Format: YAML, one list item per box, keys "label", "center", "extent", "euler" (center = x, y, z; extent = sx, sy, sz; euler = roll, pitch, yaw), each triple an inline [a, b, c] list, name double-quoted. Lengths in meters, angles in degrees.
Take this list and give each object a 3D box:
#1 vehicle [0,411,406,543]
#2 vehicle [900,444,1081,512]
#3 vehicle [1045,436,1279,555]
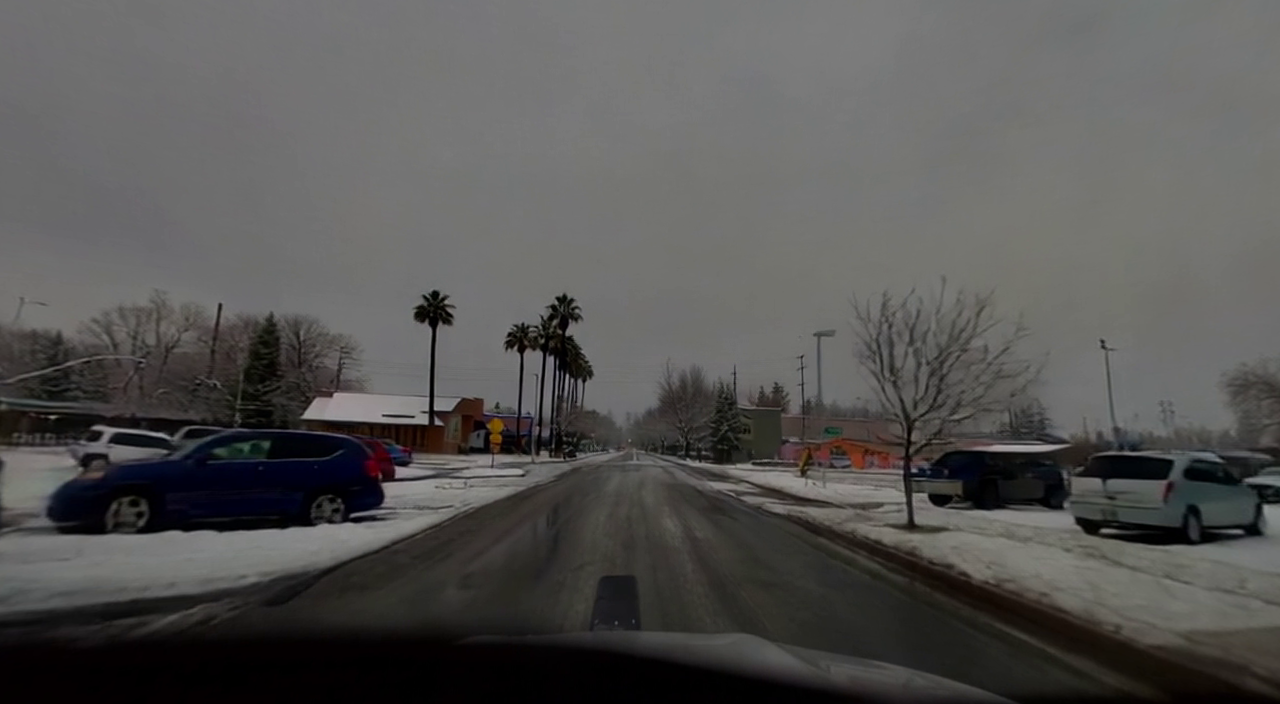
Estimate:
- label: "vehicle"
  center: [-6.058, 1.726, 9.234]
  extent: [4.542, 1.483, 2.174]
  euler: [5, -10, -31]
- label: "vehicle"
  center: [9.598, 3.367, 17.258]
  extent: [4.651, 1.610, 2.157]
  euler: [6, -11, -30]
- label: "vehicle"
  center: [9.987, 2.525, 11.636]
  extent: [4.758, 1.759, 2.068]
  euler: [6, -11, -28]
